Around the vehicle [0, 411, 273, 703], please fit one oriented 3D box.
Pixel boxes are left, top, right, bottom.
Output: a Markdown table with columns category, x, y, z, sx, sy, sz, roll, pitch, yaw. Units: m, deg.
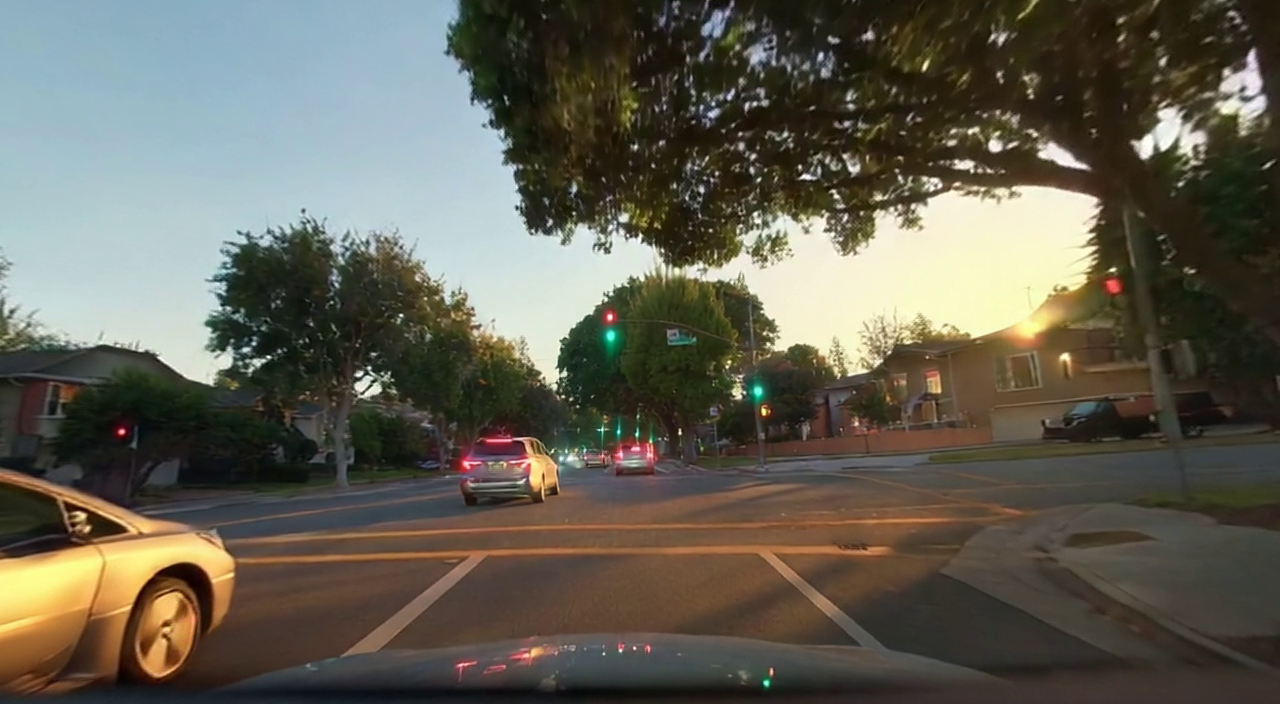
| category | x | y | z | sx | sy | sz | roll | pitch | yaw |
| --- | --- | --- | --- | --- | --- | --- | --- | --- | --- |
| vehicle | -3.511 | 0.897 | 1.928 | 1.934 | 1.475 | 4.741 | 0 | -8 | 0 |

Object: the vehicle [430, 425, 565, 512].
| category | x | y | z | sx | sy | sz | roll | pitch | yaw |
| --- | --- | --- | --- | --- | --- | --- | --- | --- | --- |
| vehicle | -3.225 | 2.754 | 15.391 | 2.157 | 1.771 | 4.452 | 0 | -8 | 1 |

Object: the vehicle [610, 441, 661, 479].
| category | x | y | z | sx | sy | sz | roll | pitch | yaw |
| --- | --- | --- | --- | --- | --- | --- | --- | --- | --- |
| vehicle | -0.221 | 4.640 | 27.495 | 2.062 | 1.518 | 3.901 | 0 | -8 | -1 |

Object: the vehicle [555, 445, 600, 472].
| category | x | y | z | sx | sy | sz | roll | pitch | yaw |
| --- | --- | --- | --- | --- | --- | --- | --- | --- | --- |
| vehicle | -3.720 | 6.459 | 38.410 | 2.268 | 1.522 | 4.350 | 0 | -8 | 0 |
